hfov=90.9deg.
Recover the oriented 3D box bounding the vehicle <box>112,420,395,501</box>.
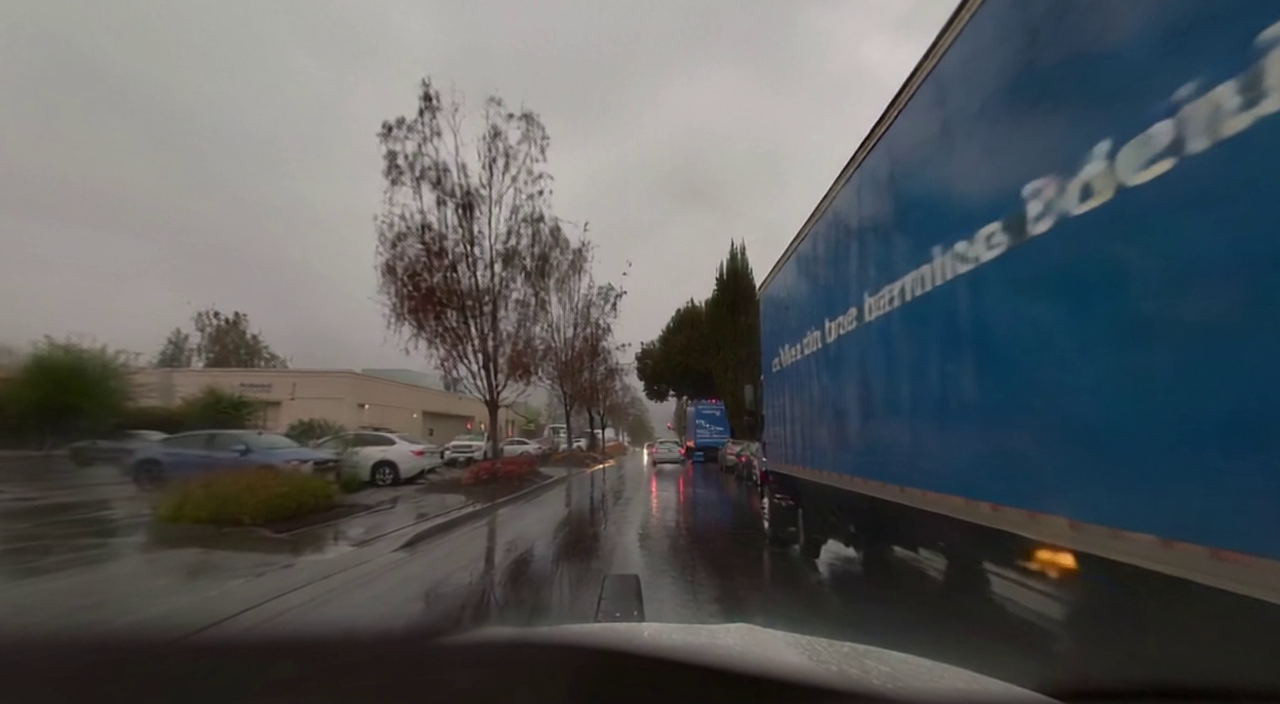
[{"bbox_3d":[-7.694,2.184,12.889,4.555,1.517,1.858,0,-8,2],"label":"vehicle"}]

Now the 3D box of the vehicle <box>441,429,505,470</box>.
[{"bbox_3d":[-7.677,4.510,29.398,1.996,1.719,4.382,2,-8,-4],"label":"vehicle"}]

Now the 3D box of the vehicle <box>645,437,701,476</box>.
[{"bbox_3d":[1.361,4.312,26.376,2.160,1.498,3.909,0,-8,2],"label":"vehicle"}]

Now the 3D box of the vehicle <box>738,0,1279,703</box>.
[{"bbox_3d":[3.038,0.251,5.294,3.019,3.659,10.648,0,-8,2],"label":"vehicle"}]

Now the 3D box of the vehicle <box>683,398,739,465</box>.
[{"bbox_3d":[4.890,5.909,46.185,2.865,4.113,14.471,0,-8,2],"label":"vehicle"}]

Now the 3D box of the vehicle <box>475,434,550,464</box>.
[{"bbox_3d":[-6.695,5.118,33.313,3.569,1.520,1.797,0,-8,0],"label":"vehicle"}]
